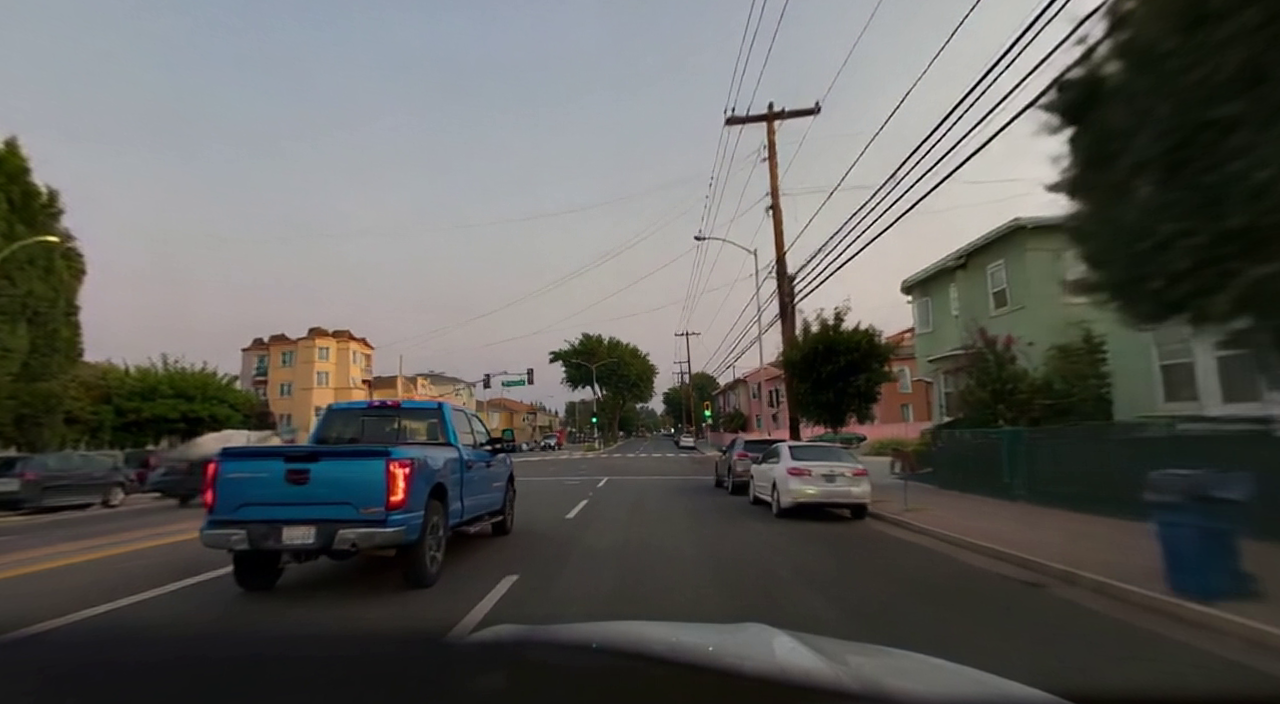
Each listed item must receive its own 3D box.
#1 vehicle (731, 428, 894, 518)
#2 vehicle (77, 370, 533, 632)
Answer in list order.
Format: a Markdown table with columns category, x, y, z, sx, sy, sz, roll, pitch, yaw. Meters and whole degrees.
| category | x | y | z | sx | sy | sz | roll | pitch | yaw |
| --- | --- | --- | --- | --- | --- | --- | --- | --- | --- |
| vehicle | 3.240 | 2.379 | 12.908 | 2.012 | 1.491 | 4.333 | 0 | -9 | -1 |
| vehicle | -2.899 | 1.477 | 7.305 | 2.242 | 1.890 | 5.306 | -1 | -9 | 1 |
